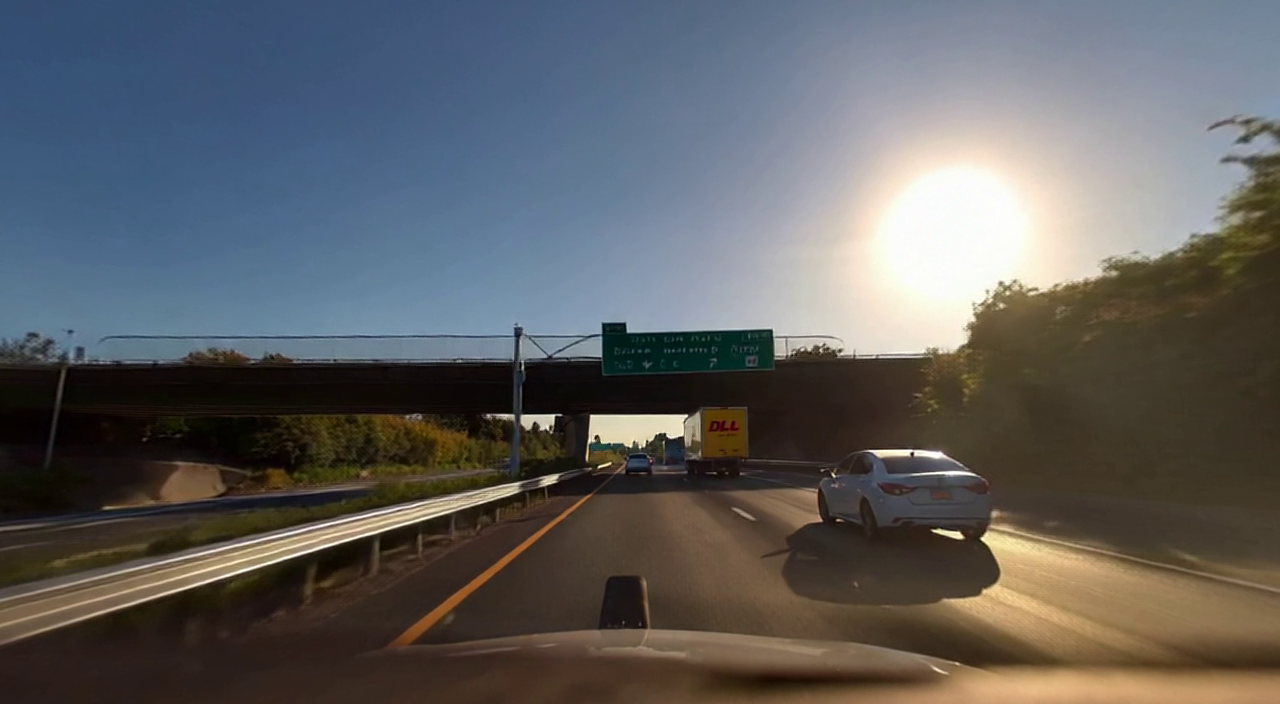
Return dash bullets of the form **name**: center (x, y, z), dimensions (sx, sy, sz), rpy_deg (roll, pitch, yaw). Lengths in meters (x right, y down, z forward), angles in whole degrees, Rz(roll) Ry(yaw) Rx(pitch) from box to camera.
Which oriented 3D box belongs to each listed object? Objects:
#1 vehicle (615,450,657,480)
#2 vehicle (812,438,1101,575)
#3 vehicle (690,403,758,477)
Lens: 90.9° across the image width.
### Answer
- **vehicle**: center (-0.231, 5.854, 32.887), dimensions (2.055, 1.445, 3.661), rpy_deg (0, -9, 0)
- **vehicle**: center (4.009, 1.998, 8.958), dimensions (1.894, 1.452, 4.164), rpy_deg (0, -9, 0)
- **vehicle**: center (4.863, 5.382, 38.251), dimensions (2.838, 3.985, 8.010), rpy_deg (0, -9, -1)
